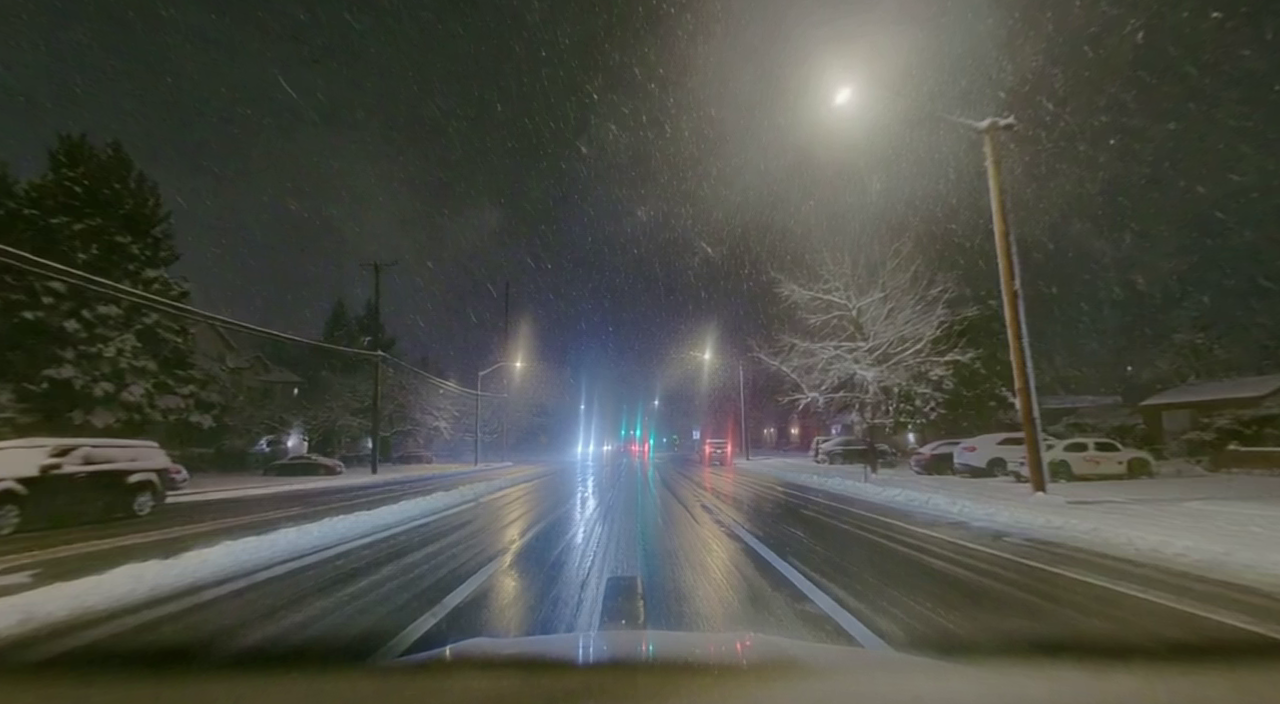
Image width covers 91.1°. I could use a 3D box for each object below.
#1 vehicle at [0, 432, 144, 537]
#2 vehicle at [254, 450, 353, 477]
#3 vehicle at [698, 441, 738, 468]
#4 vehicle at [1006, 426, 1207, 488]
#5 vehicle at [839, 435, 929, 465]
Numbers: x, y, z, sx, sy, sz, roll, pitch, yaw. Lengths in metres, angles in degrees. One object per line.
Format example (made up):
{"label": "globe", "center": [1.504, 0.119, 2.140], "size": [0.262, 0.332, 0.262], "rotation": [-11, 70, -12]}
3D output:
{"label": "vehicle", "center": [-12.828, 2.600, 12.537], "size": [2.125, 1.914, 4.759], "rotation": [-2, -7, -3]}
{"label": "vehicle", "center": [-19.160, 6.345, 35.880], "size": [4.500, 1.482, 1.916], "rotation": [0, -9, 1]}
{"label": "vehicle", "center": [5.537, 7.353, 45.216], "size": [2.114, 1.799, 4.960], "rotation": [0, -9, -2]}
{"label": "vehicle", "center": [14.468, 3.238, 19.645], "size": [4.740, 1.665, 2.090], "rotation": [-1, -8, -6]}
{"label": "vehicle", "center": [14.076, 5.668, 36.447], "size": [4.399, 1.663, 1.970], "rotation": [0, -8, 1]}
